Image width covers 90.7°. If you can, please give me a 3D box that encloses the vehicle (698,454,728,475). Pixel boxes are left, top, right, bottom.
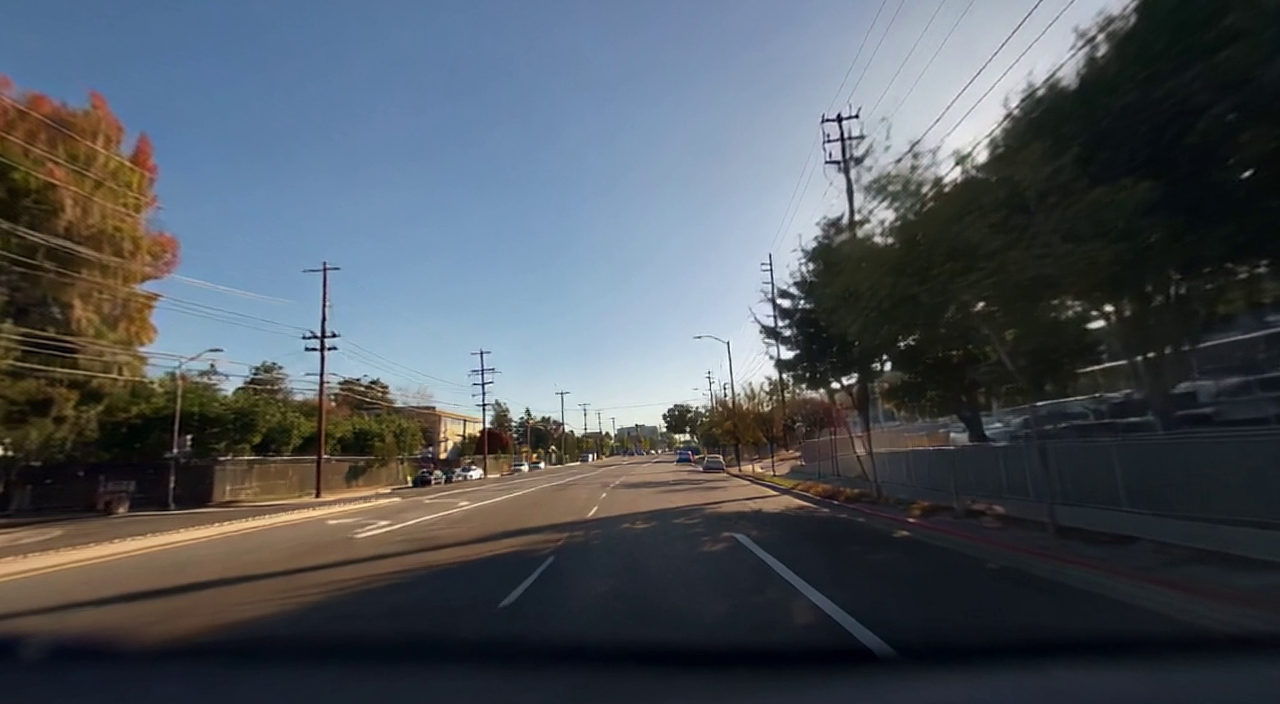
[{"bbox_3d":[5.669,8.784,49.629,2.002,1.459,4.357,-1,-9,2],"label":"vehicle"}]

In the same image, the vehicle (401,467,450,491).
[{"bbox_3d":[-16.270,9.631,48.164,1.892,1.515,4.622,-7,-11,2],"label":"vehicle"}]
